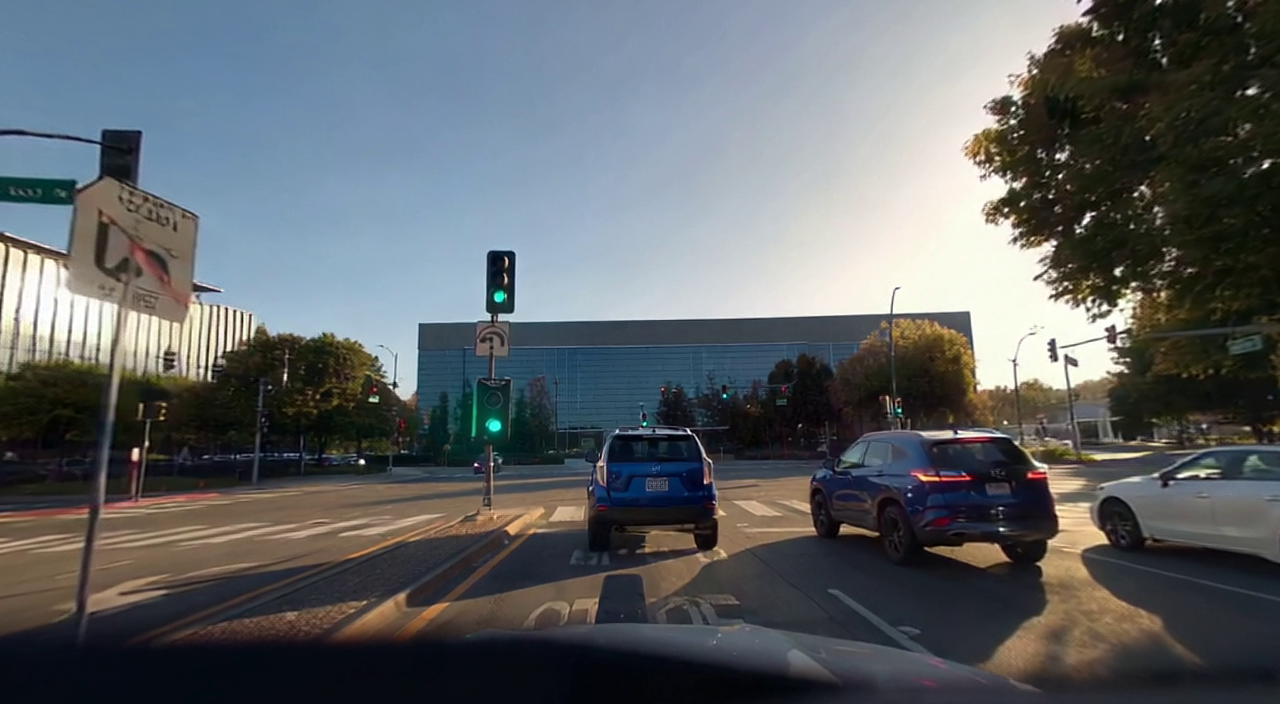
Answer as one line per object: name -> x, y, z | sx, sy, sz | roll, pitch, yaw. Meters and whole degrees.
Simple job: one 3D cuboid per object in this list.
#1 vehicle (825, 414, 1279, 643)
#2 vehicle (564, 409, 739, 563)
vehicle -> 3.615, 1.555, 6.674 | 1.899, 1.572, 4.425 | 0, -8, -1
vehicle -> 0.064, 1.894, 9.628 | 2.085, 1.807, 4.038 | 0, -8, -2
